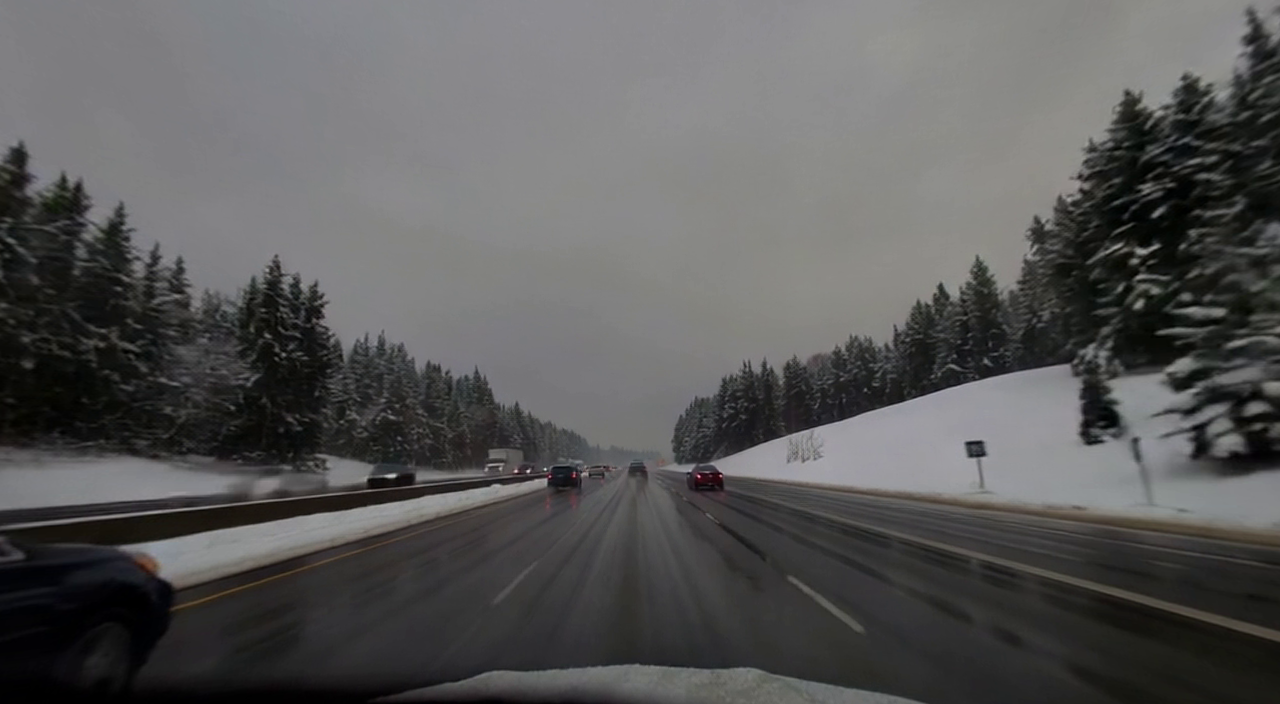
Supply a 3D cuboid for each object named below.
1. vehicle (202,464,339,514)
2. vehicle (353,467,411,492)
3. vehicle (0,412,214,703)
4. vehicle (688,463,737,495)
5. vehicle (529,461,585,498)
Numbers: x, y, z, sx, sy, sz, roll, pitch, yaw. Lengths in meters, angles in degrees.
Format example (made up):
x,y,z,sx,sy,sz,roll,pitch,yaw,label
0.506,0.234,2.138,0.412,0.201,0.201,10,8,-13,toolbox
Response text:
x,y,z,sx,sy,sz,roll,pitch,yaw,label
-12.441,4.638,21.647,1.916,1.493,4.490,0,-10,0,vehicle
-15.645,7.741,38.408,1.895,1.428,3.703,1,-10,0,vehicle
-3.580,0.751,1.315,2.004,1.468,4.812,1,-10,0,vehicle
3.680,6.541,32.704,1.981,1.516,4.109,1,-10,0,vehicle
-3.640,5.679,28.232,2.000,1.484,3.995,1,-10,-1,vehicle
